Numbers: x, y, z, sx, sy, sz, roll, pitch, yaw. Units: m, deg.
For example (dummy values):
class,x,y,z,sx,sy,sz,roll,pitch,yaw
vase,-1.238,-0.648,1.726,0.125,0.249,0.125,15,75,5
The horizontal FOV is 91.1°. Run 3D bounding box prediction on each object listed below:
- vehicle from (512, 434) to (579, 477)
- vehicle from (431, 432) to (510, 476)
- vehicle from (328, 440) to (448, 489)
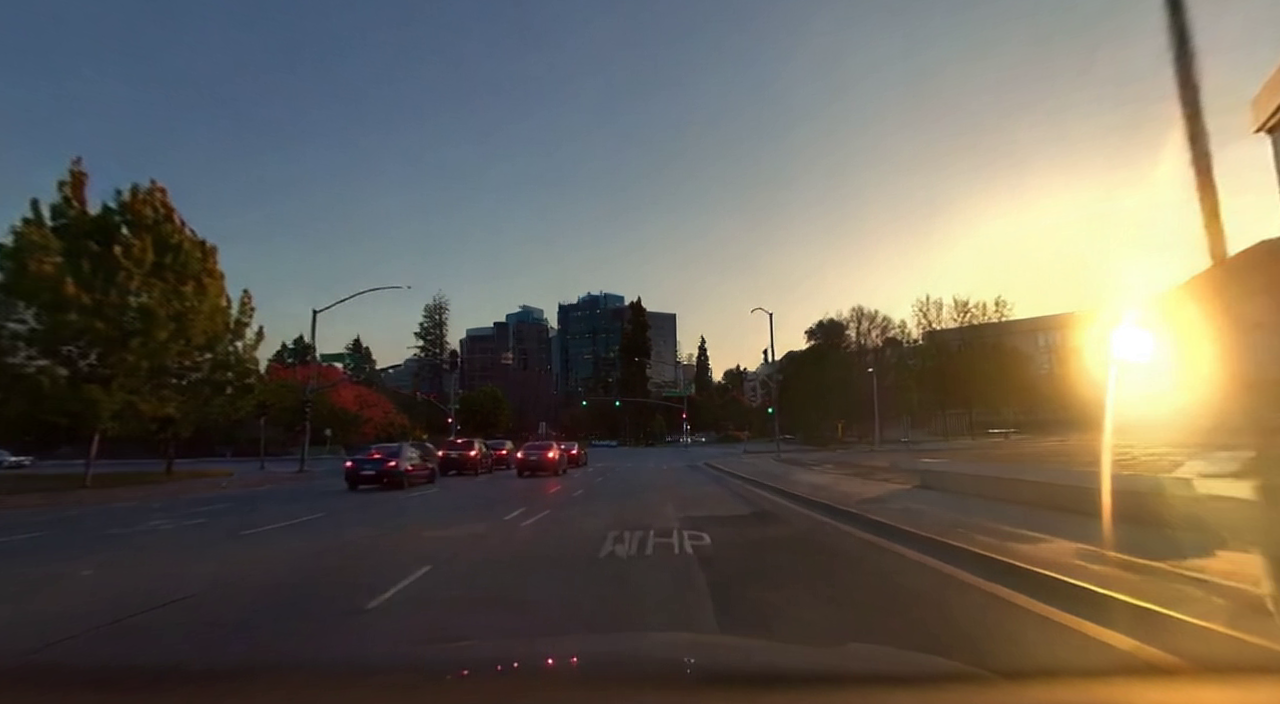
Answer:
class,x,y,z,sx,sy,sz,roll,pitch,yaw
vehicle,-3.822,4.272,26.194,2.043,1.636,4.320,0,-9,1
vehicle,-7.685,4.673,28.988,2.152,1.813,4.751,0,-9,2
vehicle,-8.134,3.651,20.790,2.030,1.440,4.464,0,-9,2
